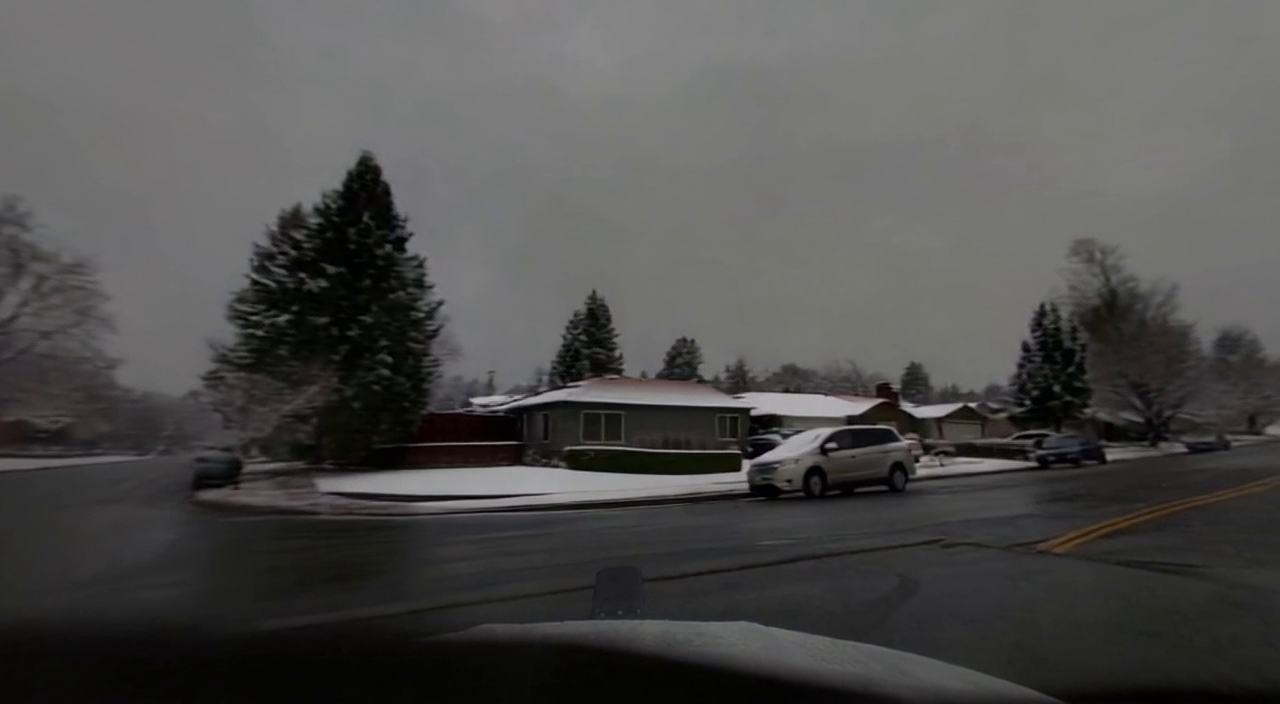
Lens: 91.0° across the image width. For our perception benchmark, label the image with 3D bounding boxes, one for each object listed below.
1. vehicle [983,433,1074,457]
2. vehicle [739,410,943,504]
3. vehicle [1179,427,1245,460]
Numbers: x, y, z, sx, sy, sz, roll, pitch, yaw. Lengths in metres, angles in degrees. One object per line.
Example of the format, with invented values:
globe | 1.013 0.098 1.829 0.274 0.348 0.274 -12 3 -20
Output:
vehicle | 27.622 6.656 44.899 2.079 1.558 4.977 7 -11 -39
vehicle | 5.594 2.811 17.049 6.088 2.084 2.337 8 -12 -41
vehicle | 42.182 6.706 46.329 5.323 2.054 2.482 3 -10 -38
